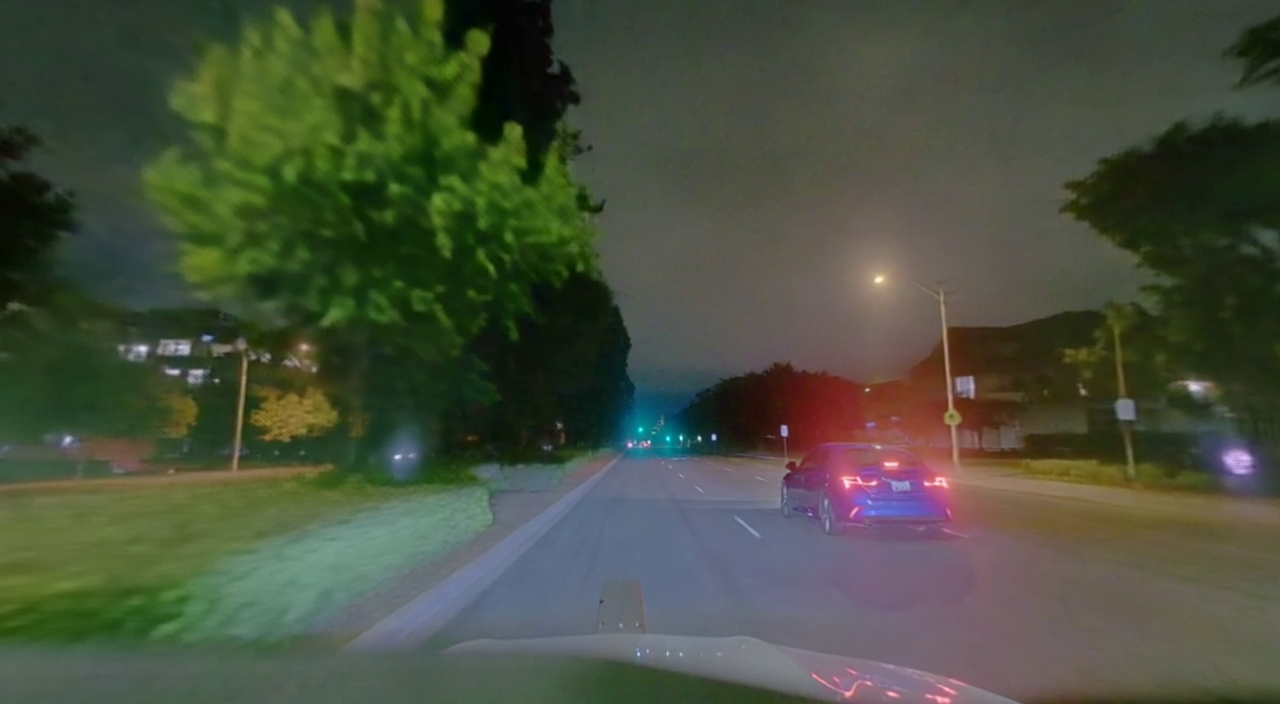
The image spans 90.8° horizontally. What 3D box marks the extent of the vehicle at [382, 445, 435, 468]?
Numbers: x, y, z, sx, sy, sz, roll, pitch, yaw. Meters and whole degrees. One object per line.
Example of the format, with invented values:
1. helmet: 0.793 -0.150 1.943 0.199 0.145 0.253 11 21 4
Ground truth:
1. vehicle: -16.280 7.329 44.660 1.993 1.511 4.798 0 -8 -1

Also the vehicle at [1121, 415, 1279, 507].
1. vehicle: 17.184 3.073 18.284 2.868 2.233 6.035 -2 -9 14

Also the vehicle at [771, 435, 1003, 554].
1. vehicle: 3.548 2.105 10.110 1.950 1.473 4.259 0 -8 0
